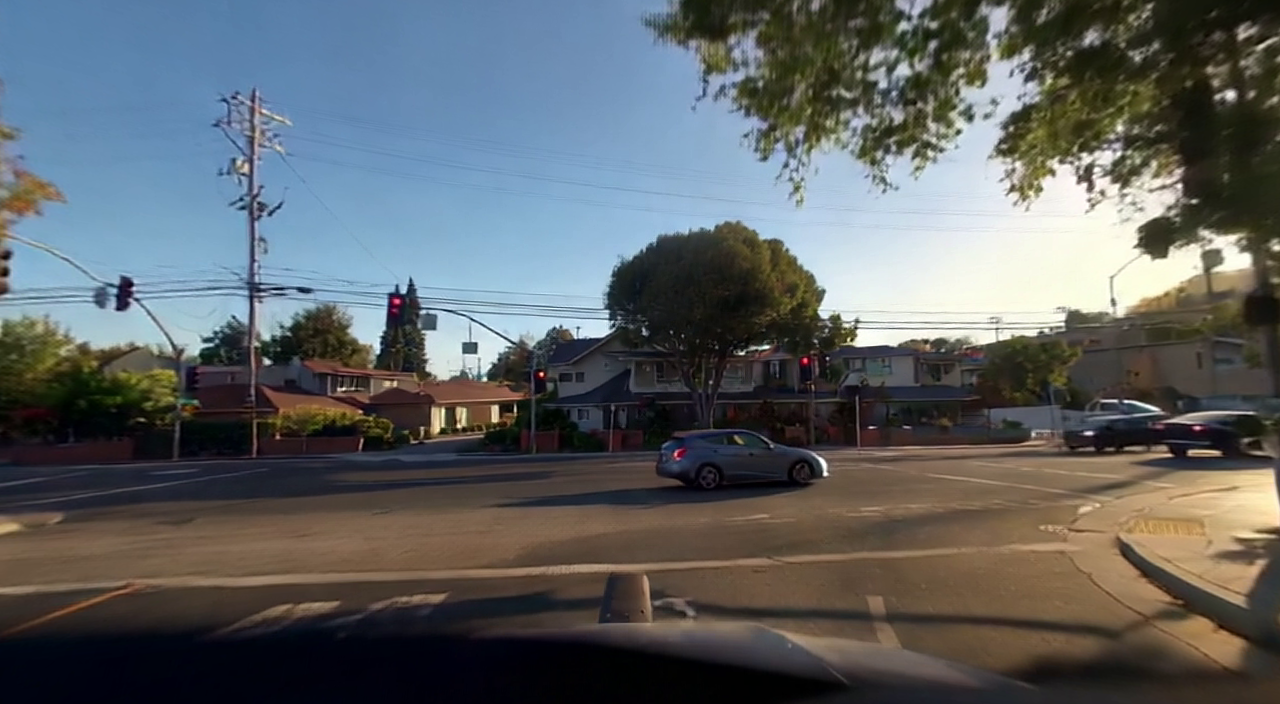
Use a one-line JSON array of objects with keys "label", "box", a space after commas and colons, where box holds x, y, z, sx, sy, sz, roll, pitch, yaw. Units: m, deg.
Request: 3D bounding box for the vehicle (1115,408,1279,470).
[{"label": "vehicle", "box": [16.802, 2.520, 18.258, 4.636, 1.668, 1.935, 1, -9, -6]}]

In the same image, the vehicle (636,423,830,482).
[{"label": "vehicle", "box": [2.361, 2.669, 16.775, 4.757, 1.442, 1.858, 1, -9, -7]}]
